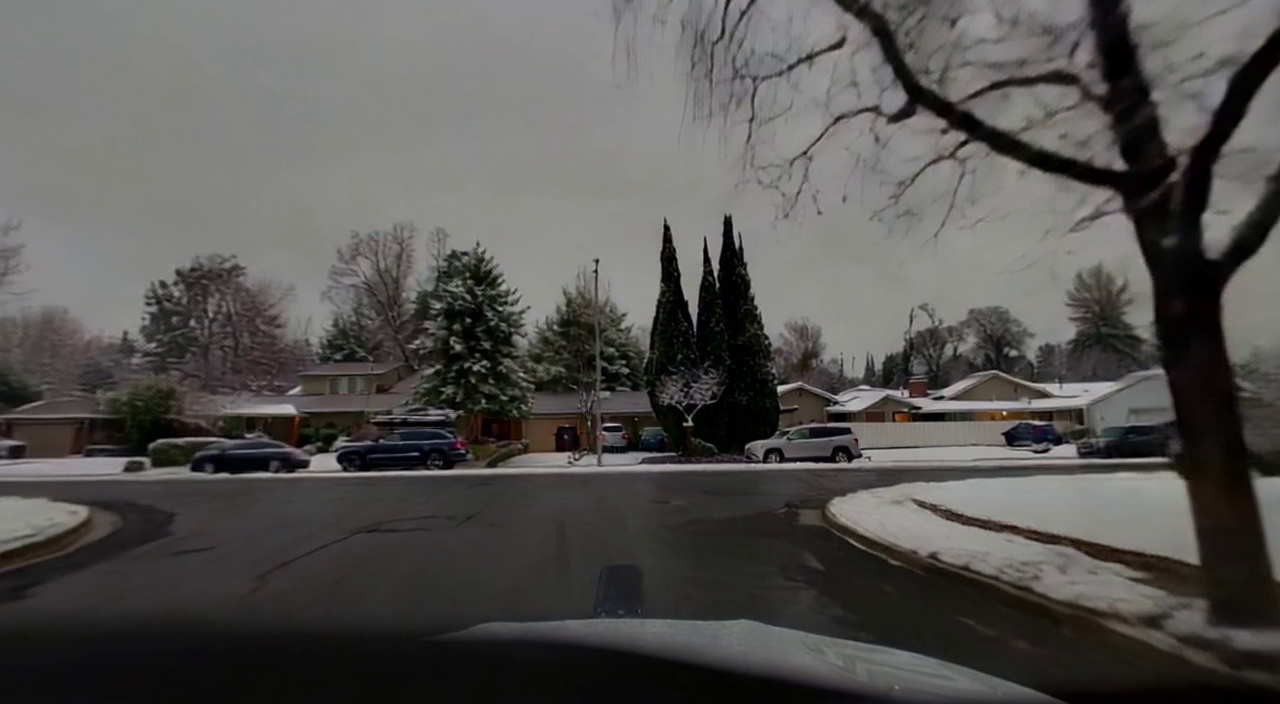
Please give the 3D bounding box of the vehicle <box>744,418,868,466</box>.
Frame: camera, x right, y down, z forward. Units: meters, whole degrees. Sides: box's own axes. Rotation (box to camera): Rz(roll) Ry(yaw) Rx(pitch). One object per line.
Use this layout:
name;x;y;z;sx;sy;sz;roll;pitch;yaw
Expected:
vehicle;7.296;4.036;28.189;4.919;1.969;2.104;2;-9;-3

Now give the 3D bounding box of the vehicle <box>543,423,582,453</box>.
vehicle;-5.306;5.811;42.585;2.391;1.894;5.075;2;-9;-9

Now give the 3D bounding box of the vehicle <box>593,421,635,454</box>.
vehicle;-1.747;5.493;40.575;2.278;1.969;5.533;1;-8;-7

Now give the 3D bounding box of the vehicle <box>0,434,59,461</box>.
vehicle;-37.651;5.670;37.602;1.865;1.499;4.619;1;-8;-3

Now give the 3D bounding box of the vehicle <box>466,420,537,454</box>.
vehicle;-9.027;5.509;40.799;2.307;2.043;5.475;7;-11;-36

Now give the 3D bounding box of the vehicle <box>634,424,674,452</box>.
vehicle;0.883;5.741;42.034;2.005;1.699;4.234;1;-9;-8

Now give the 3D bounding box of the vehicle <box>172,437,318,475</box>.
vehicle;-16.002;4.243;25.835;4.650;1.480;1.782;1;-9;-6

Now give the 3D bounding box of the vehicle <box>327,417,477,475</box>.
vehicle;-9.867;3.924;26.645;5.419;2.292;2.272;1;-7;-6
